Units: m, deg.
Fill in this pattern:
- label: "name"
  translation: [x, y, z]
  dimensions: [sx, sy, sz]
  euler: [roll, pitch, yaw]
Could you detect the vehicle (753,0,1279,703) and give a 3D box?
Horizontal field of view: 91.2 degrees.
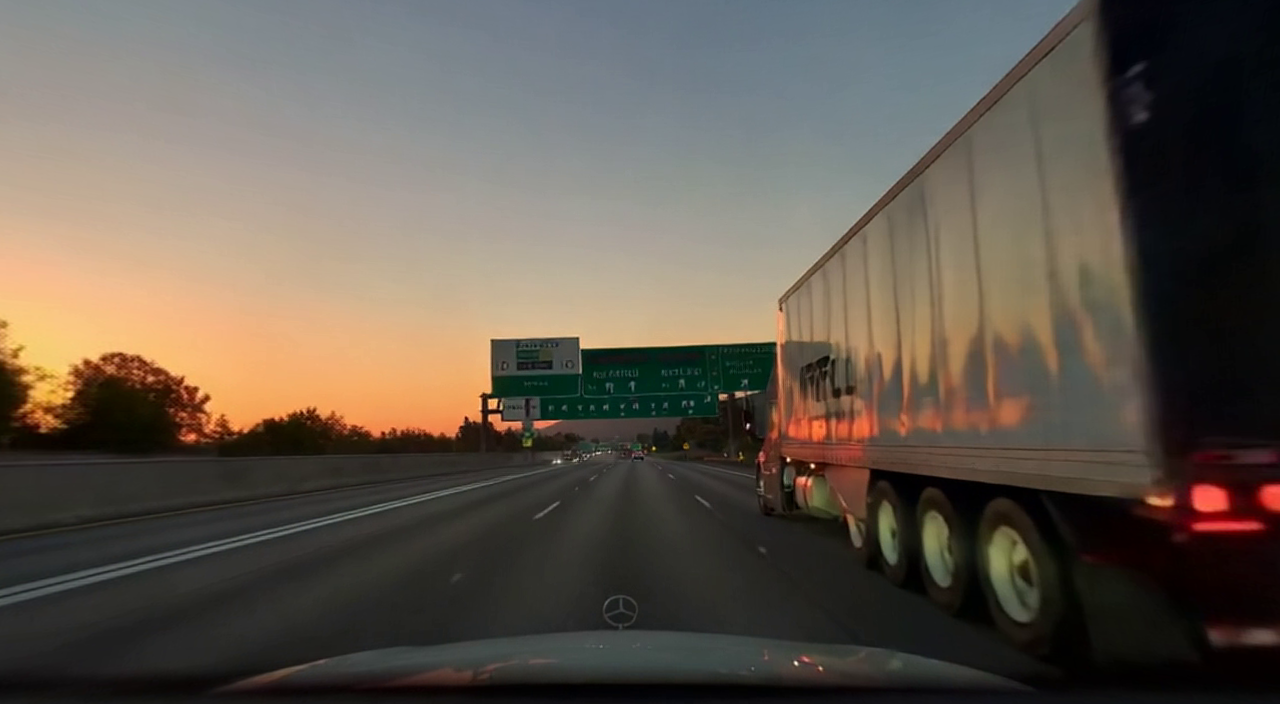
- label: "vehicle"
  translation: [3.990, 0.607, 7.989]
  dimensions: [3.027, 3.989, 10.585]
  euler: [0, -9, 0]
